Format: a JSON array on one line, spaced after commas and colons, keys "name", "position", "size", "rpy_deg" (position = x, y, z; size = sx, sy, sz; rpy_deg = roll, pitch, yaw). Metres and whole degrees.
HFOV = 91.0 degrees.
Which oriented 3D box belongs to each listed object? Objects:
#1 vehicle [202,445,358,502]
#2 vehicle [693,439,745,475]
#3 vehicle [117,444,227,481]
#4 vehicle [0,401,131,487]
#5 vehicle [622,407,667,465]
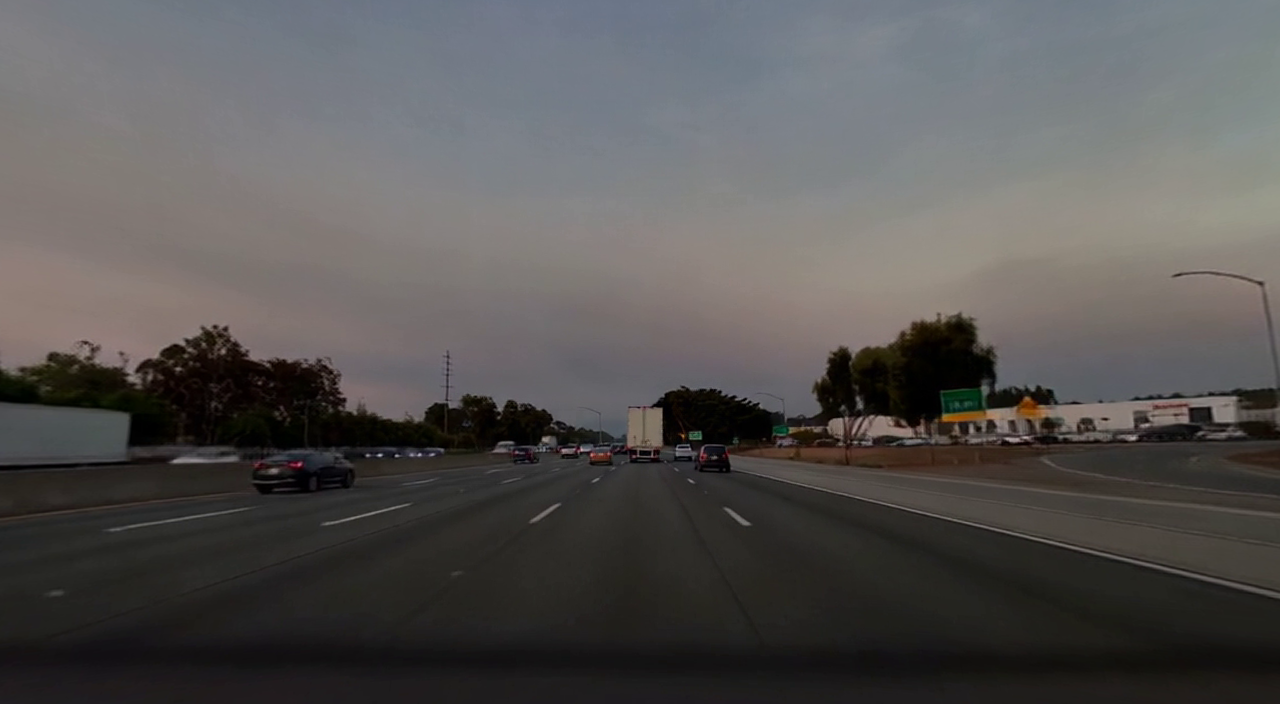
[{"name": "vehicle", "position": [-10.740, 3.629, 19.276], "size": [2.015, 1.521, 4.550], "rpy_deg": [0, -9, 1]}, {"name": "vehicle", "position": [4.035, 5.454, 32.904], "size": [2.107, 1.707, 4.445], "rpy_deg": [0, -9, 0]}, {"name": "vehicle", "position": [-23.907, 5.612, 32.413], "size": [2.112, 1.750, 4.489], "rpy_deg": [0, -9, 1]}, {"name": "vehicle", "position": [-31.314, 4.157, 28.389], "size": [3.013, 3.963, 16.399], "rpy_deg": [0, -9, 0]}, {"name": "vehicle", "position": [0.488, 6.478, 47.944], "size": [3.012, 3.928, 10.262], "rpy_deg": [0, -9, 2]}]
